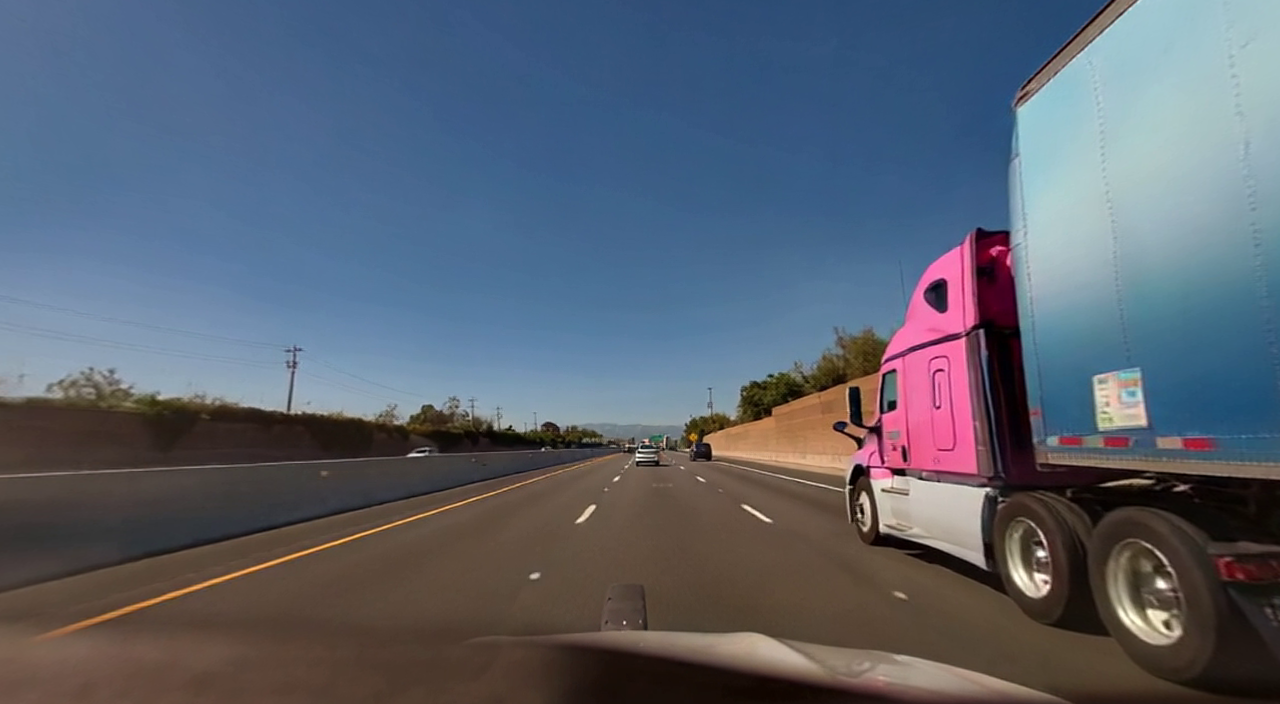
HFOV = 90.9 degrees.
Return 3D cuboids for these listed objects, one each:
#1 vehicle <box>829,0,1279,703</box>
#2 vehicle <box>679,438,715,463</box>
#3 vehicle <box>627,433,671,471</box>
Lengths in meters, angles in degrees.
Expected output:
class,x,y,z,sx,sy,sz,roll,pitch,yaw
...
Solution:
class,x,y,z,sx,sy,sz,roll,pitch,yaw
vehicle,4.351,0.124,5.075,3.030,3.985,8.655,0,-9,1
vehicle,4.349,7.556,48.559,2.215,1.798,4.776,0,-9,-1
vehicle,0.420,5.279,33.500,2.205,1.860,4.301,0,-9,0
